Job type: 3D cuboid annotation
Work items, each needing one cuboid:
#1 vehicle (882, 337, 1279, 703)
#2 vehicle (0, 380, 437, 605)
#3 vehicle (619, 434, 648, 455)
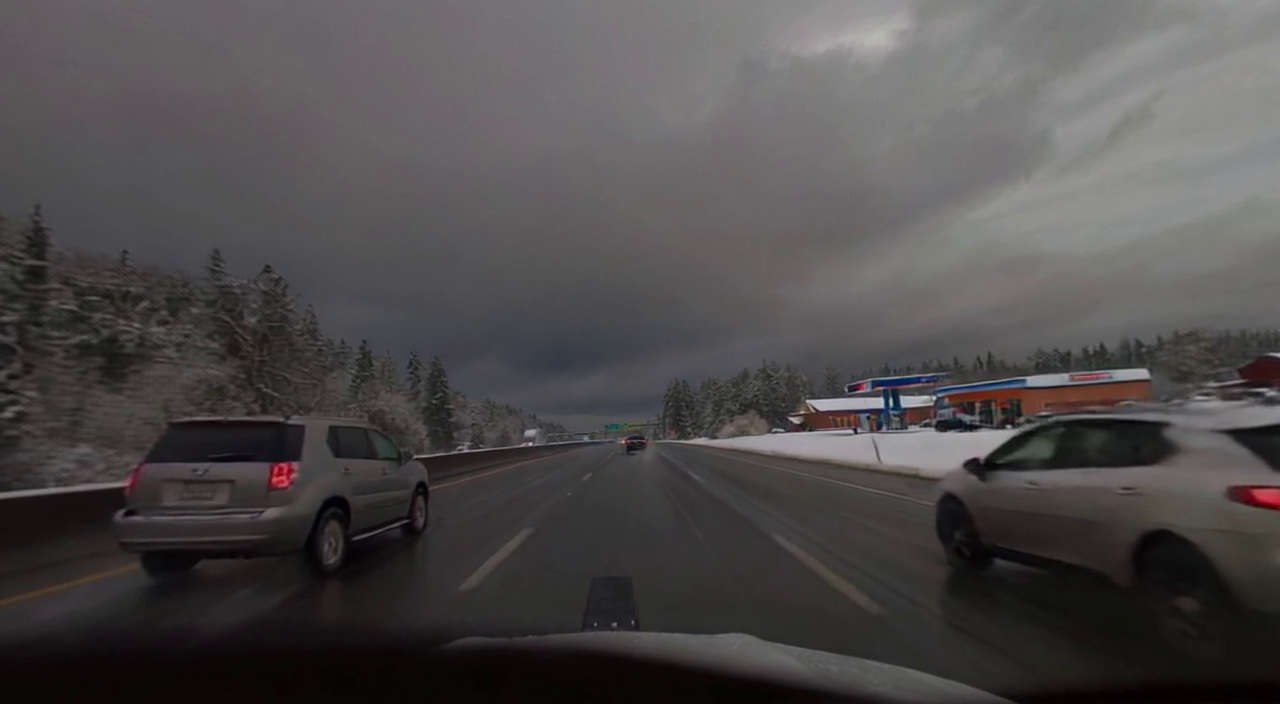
[{"bbox_3d":[3.794,0.979,4.137,2.496,1.662,4.602,0,-7,-1],"label":"vehicle"},{"bbox_3d":[-4.078,1.386,7.216,2.061,1.732,4.457,-1,-7,0],"label":"vehicle"},{"bbox_3d":[-0.533,7.235,49.693,2.151,1.550,4.694,0,-8,-1],"label":"vehicle"}]
